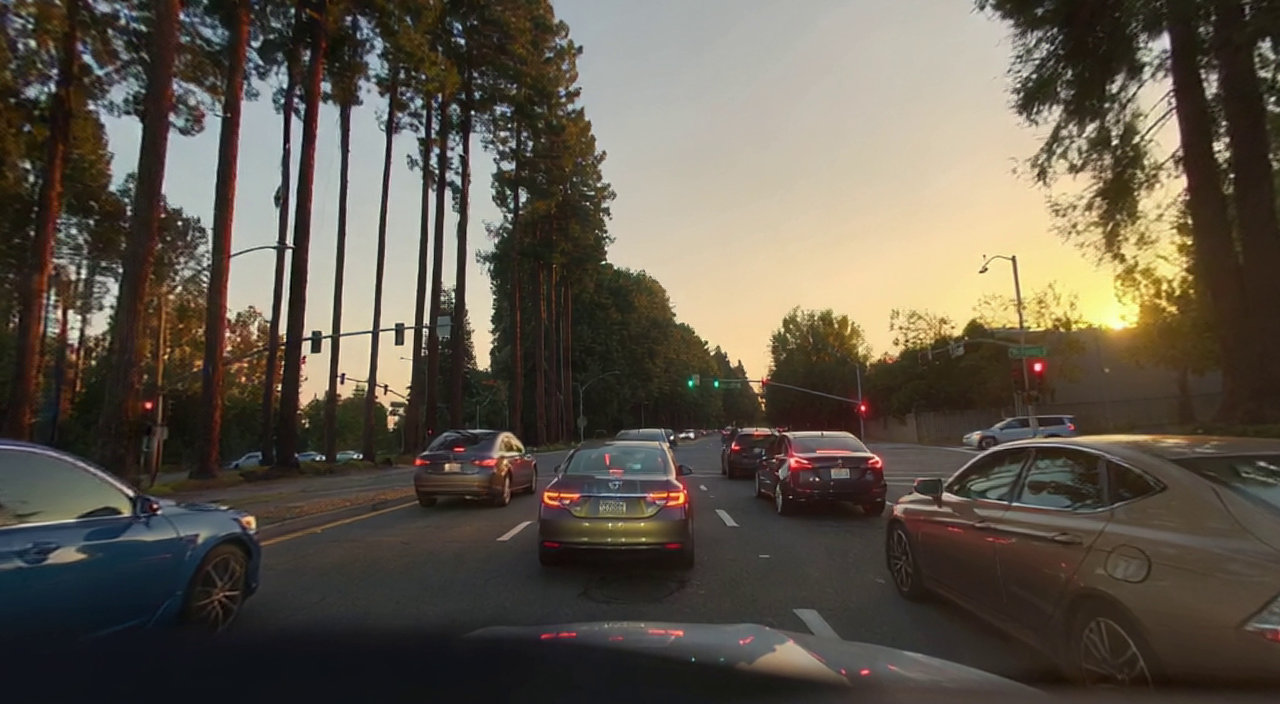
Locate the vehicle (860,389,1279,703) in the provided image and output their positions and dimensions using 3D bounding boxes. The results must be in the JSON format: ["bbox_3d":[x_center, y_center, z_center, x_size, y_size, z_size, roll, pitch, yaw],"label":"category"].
[{"bbox_3d":[3.136,1.151,4.054,1.903,1.480,4.270,0,-8,0],"label":"vehicle"}]

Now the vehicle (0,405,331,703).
[{"bbox_3d":[-3.658,1.064,3.245,1.935,1.482,4.433,0,-8,-1],"label":"vehicle"}]

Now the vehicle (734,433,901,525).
[{"bbox_3d":[3.181,2.337,12.326,1.975,1.460,4.357,0,-8,0],"label":"vehicle"}]

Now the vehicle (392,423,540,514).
[{"bbox_3d":[-3.670,2.545,14.210,1.961,1.714,4.268,-1,-8,2],"label":"vehicle"}]

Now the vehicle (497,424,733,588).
[{"bbox_3d":[-0.251,1.692,7.727,2.147,1.479,3.803,0,-8,-1],"label":"vehicle"}]
